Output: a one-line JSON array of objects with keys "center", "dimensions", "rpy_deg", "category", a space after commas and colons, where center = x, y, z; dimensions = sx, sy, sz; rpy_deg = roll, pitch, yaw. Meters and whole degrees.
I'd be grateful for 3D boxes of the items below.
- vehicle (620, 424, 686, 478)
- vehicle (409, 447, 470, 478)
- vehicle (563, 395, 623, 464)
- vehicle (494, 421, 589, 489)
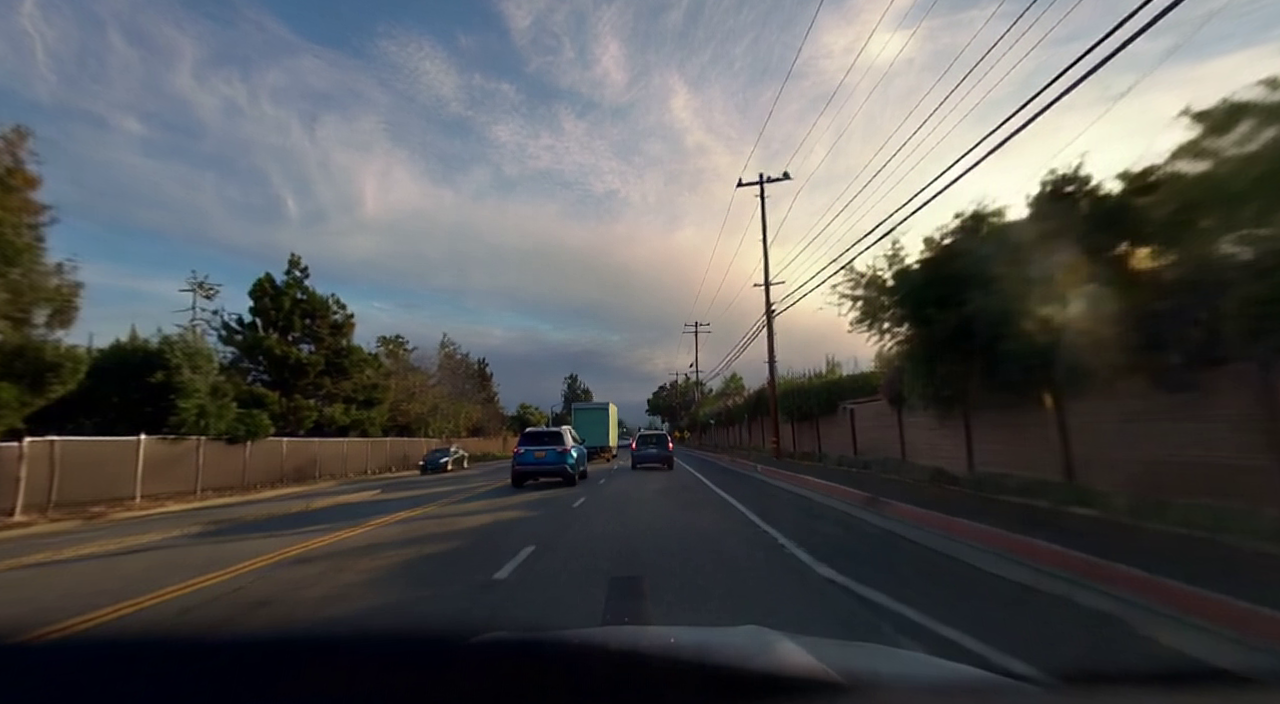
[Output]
[{"center": [0.426, 3.535, 22.662], "dimensions": [2.174, 1.749, 4.113], "rpy_deg": [0, -8, 0], "category": "vehicle"}, {"center": [-11.562, 6.378, 36.664], "dimensions": [2.052, 1.401, 4.191], "rpy_deg": [-6, -8, 0], "category": "vehicle"}, {"center": [-2.640, 4.913, 39.134], "dimensions": [2.928, 3.658, 10.953], "rpy_deg": [0, -8, 0], "category": "vehicle"}, {"center": [-2.868, 3.145, 19.502], "dimensions": [2.093, 1.832, 4.508], "rpy_deg": [0, -8, 2], "category": "vehicle"}]
